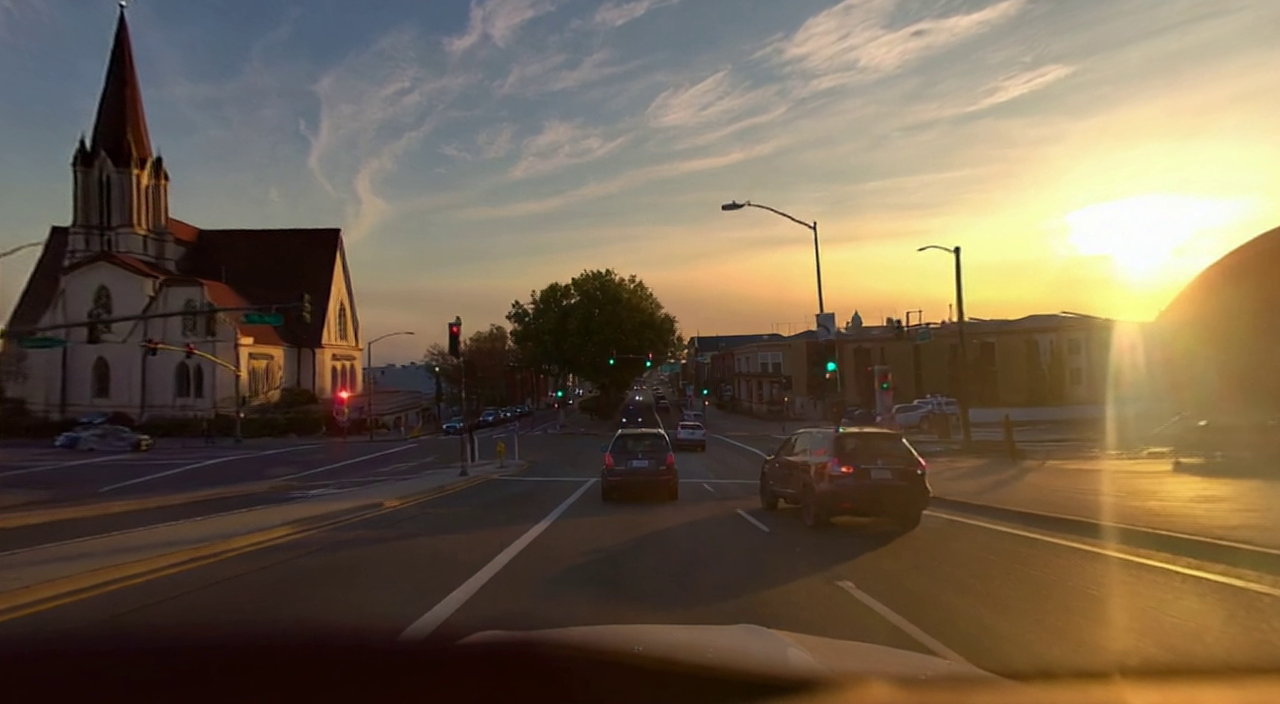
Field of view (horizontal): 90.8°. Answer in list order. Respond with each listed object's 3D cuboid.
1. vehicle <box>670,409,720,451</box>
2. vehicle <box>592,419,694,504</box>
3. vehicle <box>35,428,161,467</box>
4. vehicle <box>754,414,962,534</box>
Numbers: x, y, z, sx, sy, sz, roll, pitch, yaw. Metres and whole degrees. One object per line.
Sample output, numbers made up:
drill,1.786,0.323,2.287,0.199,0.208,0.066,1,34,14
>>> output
vehicle,3.062,4.408,36.432,2.228,1.922,5.335,0,-2,-2
vehicle,0.130,2.640,15.559,2.168,1.776,4.135,0,-8,2
vehicle,-30.225,5.312,35.382,4.955,1.828,2.268,0,-3,-3
vehicle,3.624,2.135,11.643,2.080,1.735,4.650,0,-8,-1
